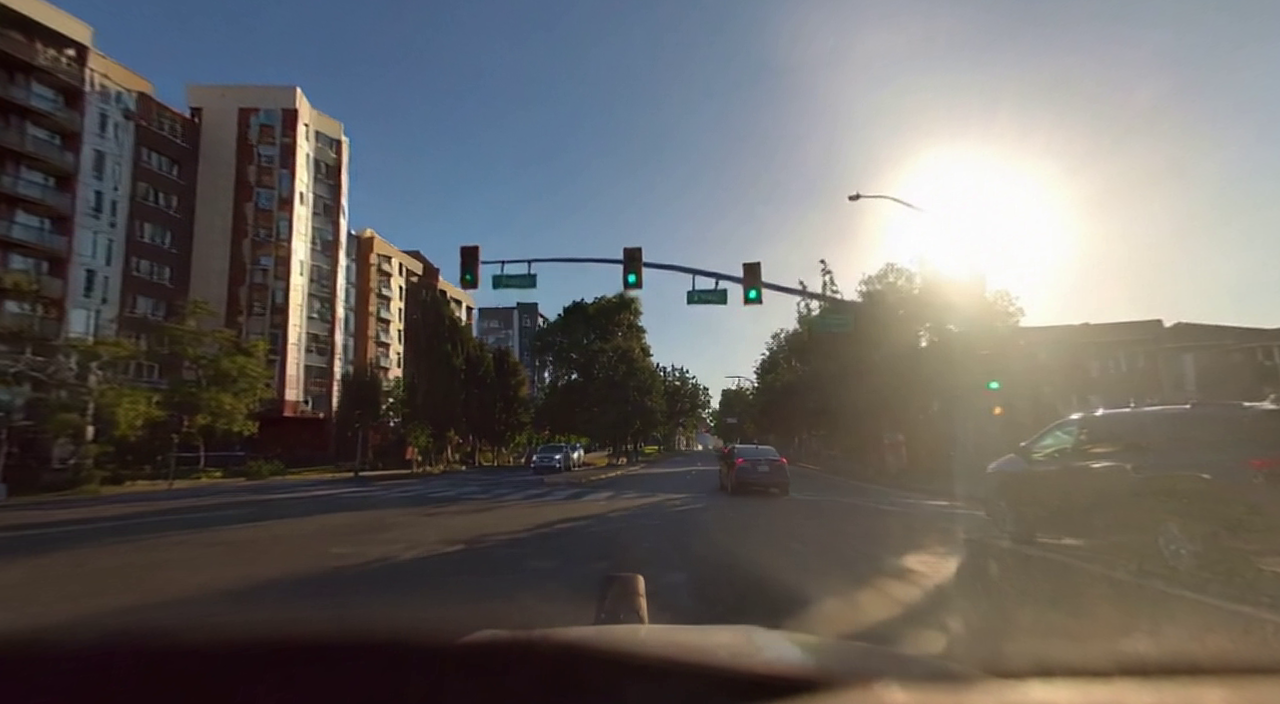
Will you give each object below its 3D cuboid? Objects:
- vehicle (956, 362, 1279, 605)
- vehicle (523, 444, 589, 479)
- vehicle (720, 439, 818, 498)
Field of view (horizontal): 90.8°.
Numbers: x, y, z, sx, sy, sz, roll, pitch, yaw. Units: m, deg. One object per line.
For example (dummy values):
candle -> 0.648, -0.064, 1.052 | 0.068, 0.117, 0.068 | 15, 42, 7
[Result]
vehicle -> 6.584, 1.480, 7.730 | 2.427, 2.017, 5.763 | 0, -9, 0
vehicle -> -3.828, 5.076, 29.596 | 2.032, 1.484, 4.437 | -1, -9, 6
vehicle -> 3.578, 3.320, 18.423 | 2.003, 1.480, 4.494 | 0, -9, 1
